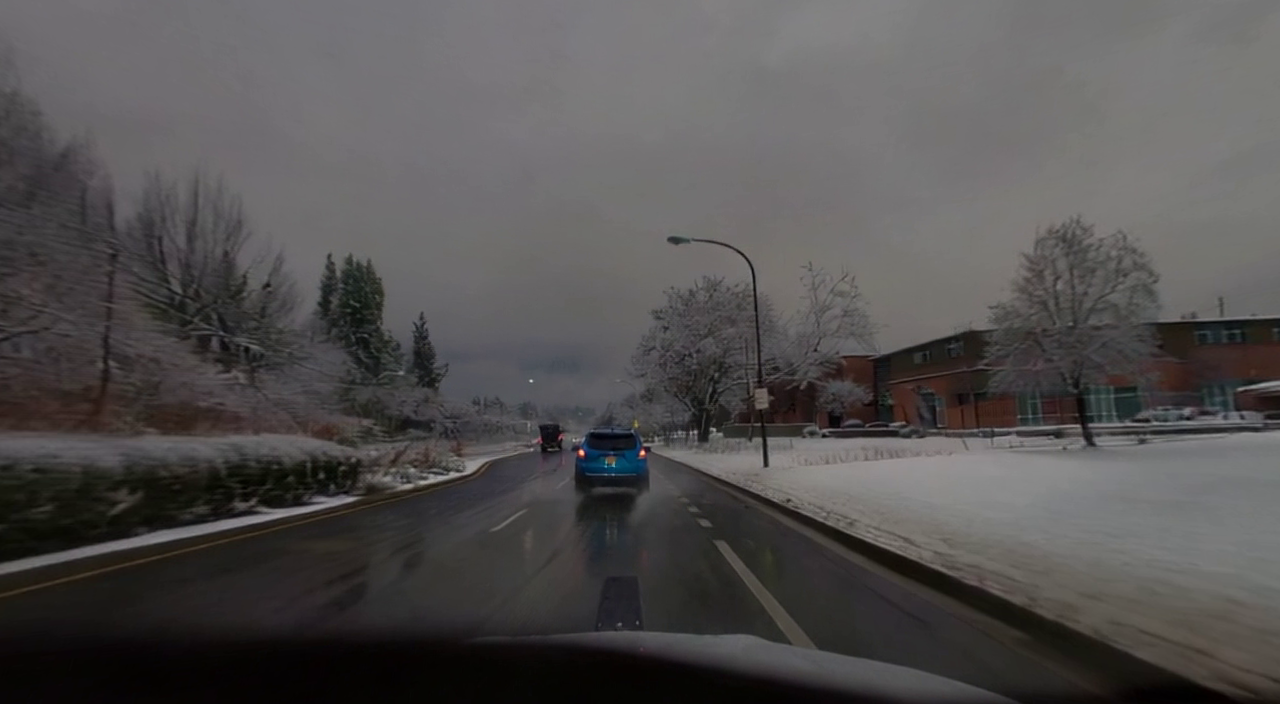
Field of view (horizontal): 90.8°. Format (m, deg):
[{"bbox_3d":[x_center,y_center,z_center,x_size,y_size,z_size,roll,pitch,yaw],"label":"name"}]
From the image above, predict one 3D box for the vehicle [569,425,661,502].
[{"bbox_3d":[-0.613,2.906,16.811,2.131,1.761,4.242,0,-8,-1],"label":"vehicle"}]
